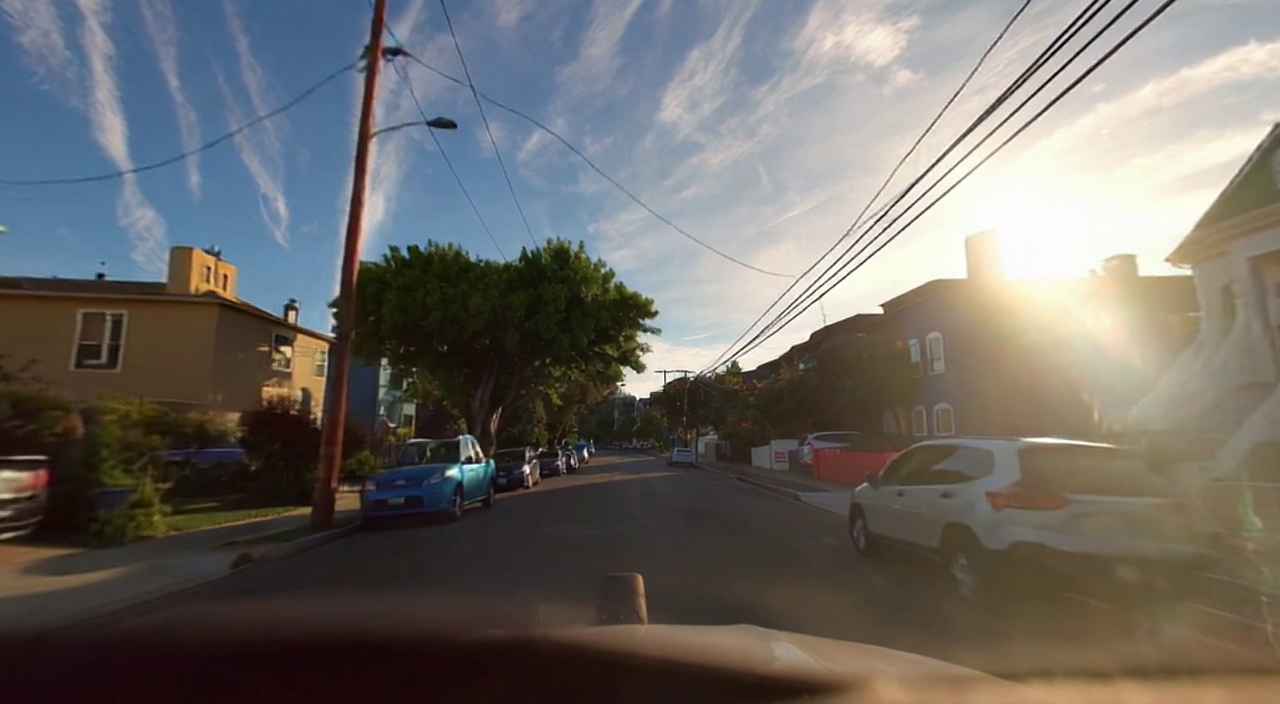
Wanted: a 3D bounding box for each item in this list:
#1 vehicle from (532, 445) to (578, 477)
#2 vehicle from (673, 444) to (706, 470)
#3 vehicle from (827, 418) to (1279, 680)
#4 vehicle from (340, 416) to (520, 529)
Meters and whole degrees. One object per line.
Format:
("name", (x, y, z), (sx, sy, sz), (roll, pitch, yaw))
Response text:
("vehicle", (-4.233, 5.490, 32.058), (1.745, 1.490, 4.304), (0, -9, 0))
("vehicle", (3.235, 6.960, 42.115), (1.916, 1.587, 3.986), (0, -9, 0))
("vehicle", (3.535, 1.505, 6.044), (2.019, 1.536, 4.405), (0, -9, -2))
("vehicle", (-4.024, 2.410, 13.234), (2.057, 1.887, 5.053), (0, -9, -1))
